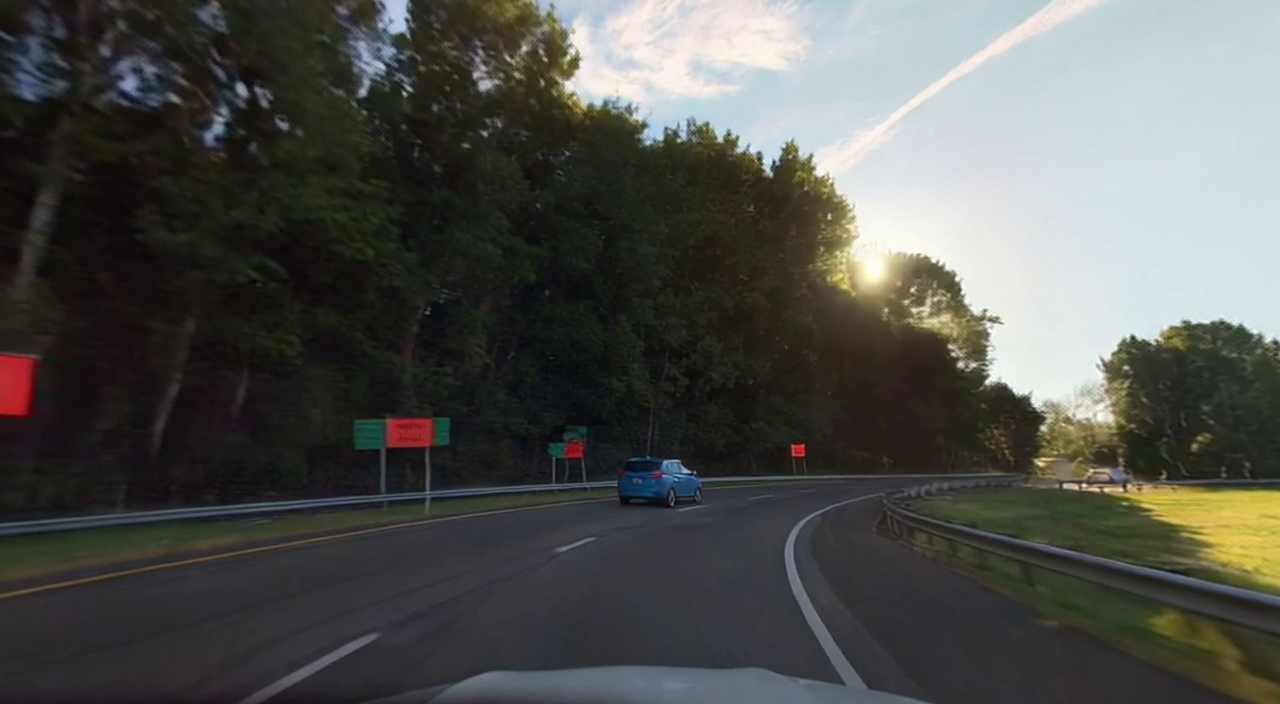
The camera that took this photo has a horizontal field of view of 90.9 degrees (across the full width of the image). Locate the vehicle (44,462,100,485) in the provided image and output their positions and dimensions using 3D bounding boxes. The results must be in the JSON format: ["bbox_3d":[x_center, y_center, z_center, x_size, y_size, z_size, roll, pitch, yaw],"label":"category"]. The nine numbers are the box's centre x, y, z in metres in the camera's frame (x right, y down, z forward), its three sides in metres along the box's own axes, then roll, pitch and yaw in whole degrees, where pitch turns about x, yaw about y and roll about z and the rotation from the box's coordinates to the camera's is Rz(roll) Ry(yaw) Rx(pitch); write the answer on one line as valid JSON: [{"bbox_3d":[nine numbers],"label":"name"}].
[{"bbox_3d":[-39.898,8.531,44.361,1.758,1.470,3.823,5,-11,-25],"label":"vehicle"}]

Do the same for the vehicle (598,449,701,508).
[{"bbox_3d":[0.457,4.101,20.661,1.997,1.692,4.422,-3,-11,20],"label":"vehicle"}]
